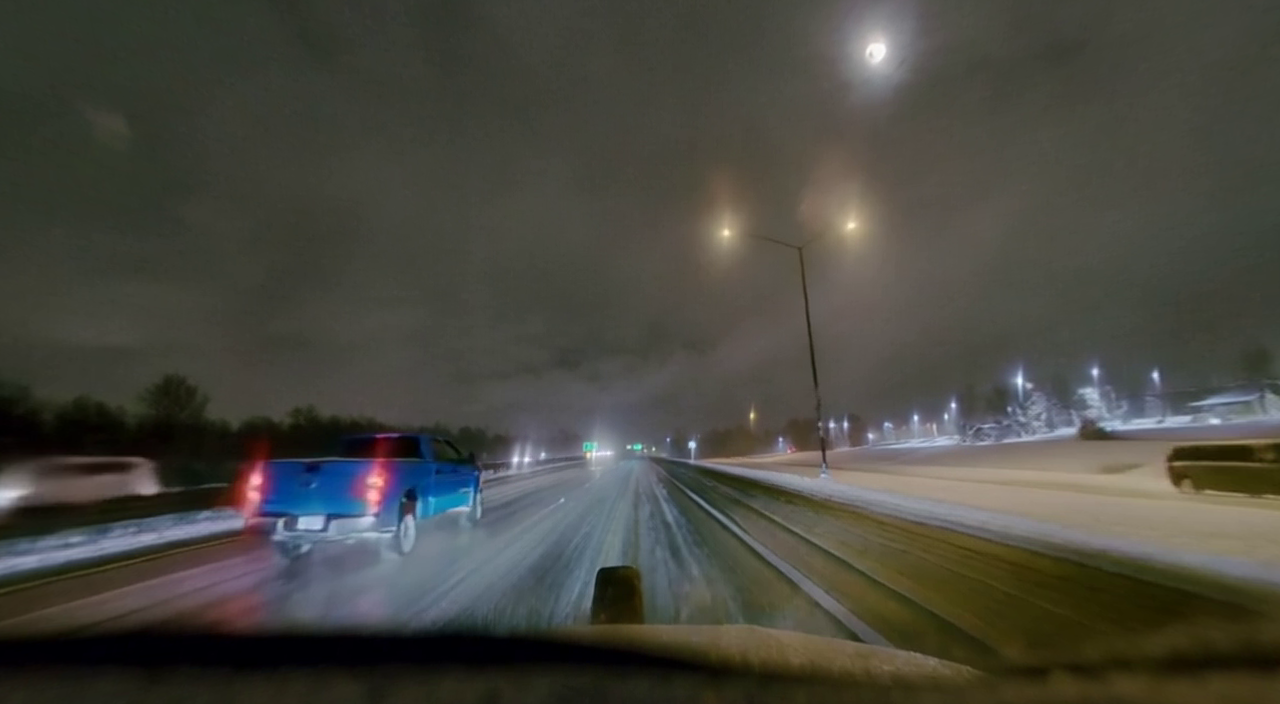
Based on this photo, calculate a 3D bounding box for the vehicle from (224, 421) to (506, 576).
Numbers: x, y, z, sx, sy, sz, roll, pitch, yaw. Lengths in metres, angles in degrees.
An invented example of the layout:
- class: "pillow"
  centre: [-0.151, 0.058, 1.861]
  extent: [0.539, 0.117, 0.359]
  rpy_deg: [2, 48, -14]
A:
- class: "vehicle"
  centre: [-3.561, 1.990, 9.329]
  extent: [2.152, 1.717, 4.423]
  rpy_deg: [0, -9, 0]
